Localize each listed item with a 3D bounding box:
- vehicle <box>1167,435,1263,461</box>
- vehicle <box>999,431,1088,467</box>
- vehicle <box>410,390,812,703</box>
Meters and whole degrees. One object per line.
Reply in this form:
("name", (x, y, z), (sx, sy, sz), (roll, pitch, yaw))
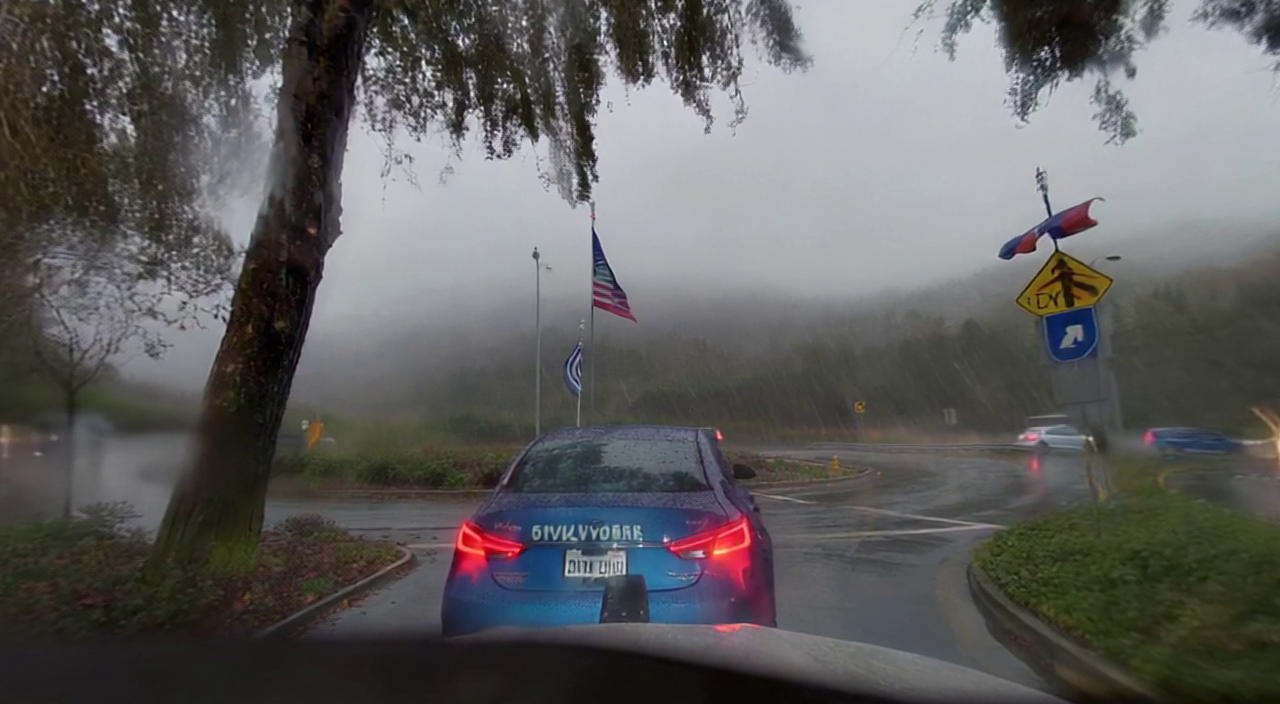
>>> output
("vehicle", (33.858, 5.667, 37.141), (4.147, 1.475, 1.850), (1, -9, -9))
("vehicle", (20.407, 4.887, 31.822), (4.485, 1.691, 2.132), (6, -11, -35))
("vehicle", (-0.061, 1.332, 5.346), (2.078, 1.607, 4.010), (-1, -9, 3))
